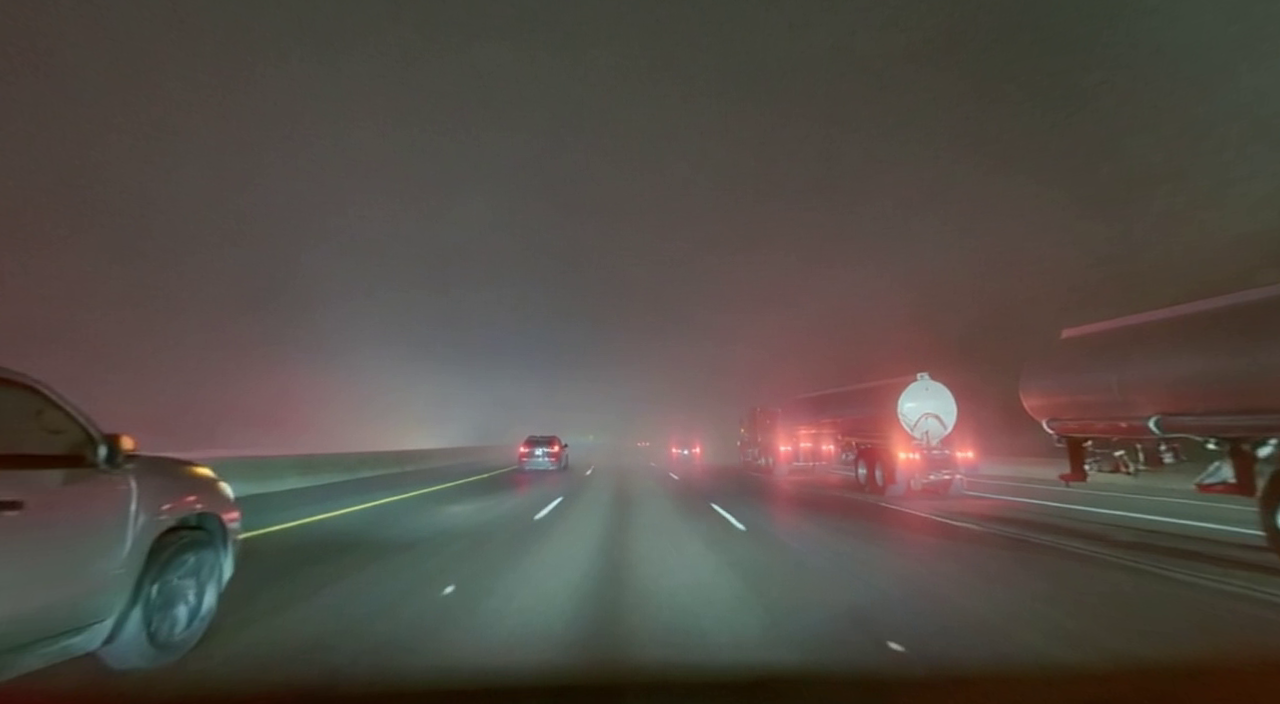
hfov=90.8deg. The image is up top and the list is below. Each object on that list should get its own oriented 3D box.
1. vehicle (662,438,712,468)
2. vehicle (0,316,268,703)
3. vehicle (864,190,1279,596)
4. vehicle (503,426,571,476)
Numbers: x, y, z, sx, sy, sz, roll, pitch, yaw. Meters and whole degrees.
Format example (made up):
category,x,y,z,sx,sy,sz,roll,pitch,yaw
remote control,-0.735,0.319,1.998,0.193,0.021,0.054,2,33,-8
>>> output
category,x,y,z,sx,sy,sz,roll,pitch,yaw
vehicle,2.465,5.416,34.131,2.053,1.510,4.400,0,-8,-4
vehicle,-4.371,0.633,2.087,2.684,1.839,5.803,0,-8,1
vehicle,7.410,1.054,10.477,3.554,3.573,10.307,0,-8,0
vehicle,-4.115,4.053,26.025,2.149,1.843,4.348,0,-8,-1
